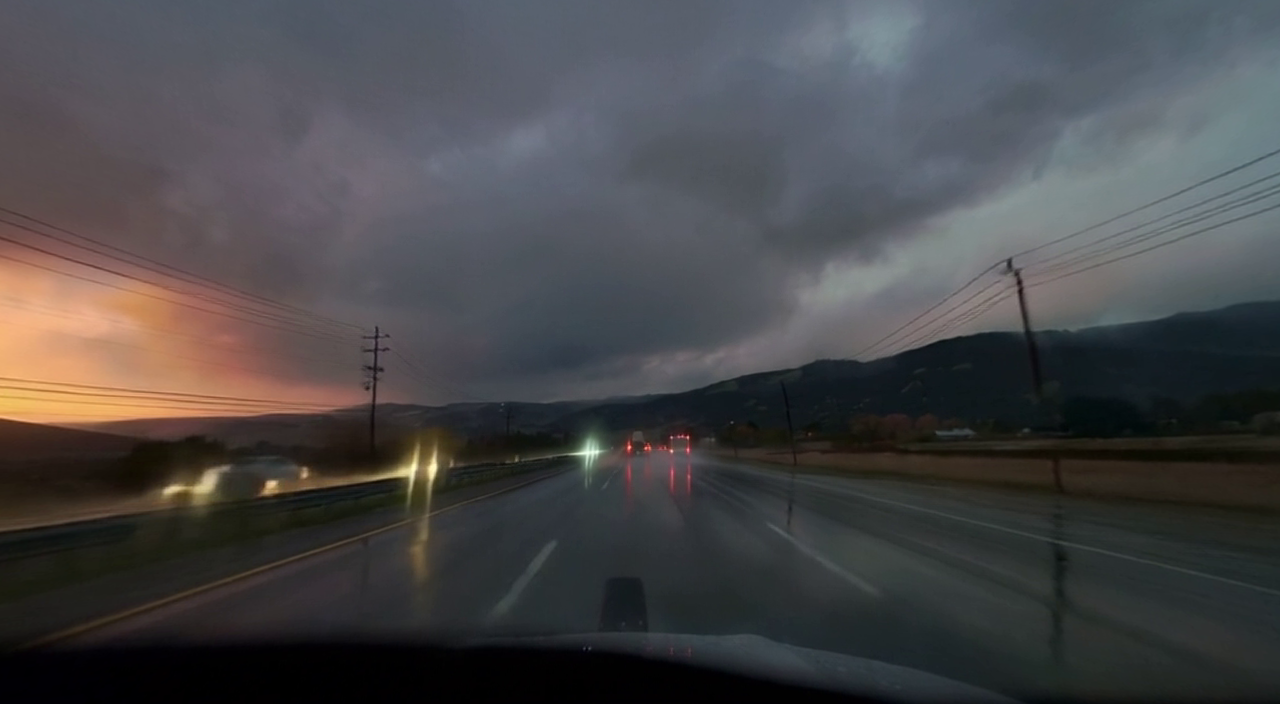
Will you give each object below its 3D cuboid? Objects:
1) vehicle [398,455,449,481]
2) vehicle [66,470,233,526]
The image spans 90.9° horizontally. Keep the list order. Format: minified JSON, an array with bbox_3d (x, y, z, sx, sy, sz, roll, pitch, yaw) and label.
[{"bbox_3d":[-16.228,8.671,47.535,2.122,1.774,4.756,0,-8,1],"label":"vehicle"},{"bbox_3d":[-16.504,4.910,21.634,1.871,1.491,4.706,0,-8,1],"label":"vehicle"}]
